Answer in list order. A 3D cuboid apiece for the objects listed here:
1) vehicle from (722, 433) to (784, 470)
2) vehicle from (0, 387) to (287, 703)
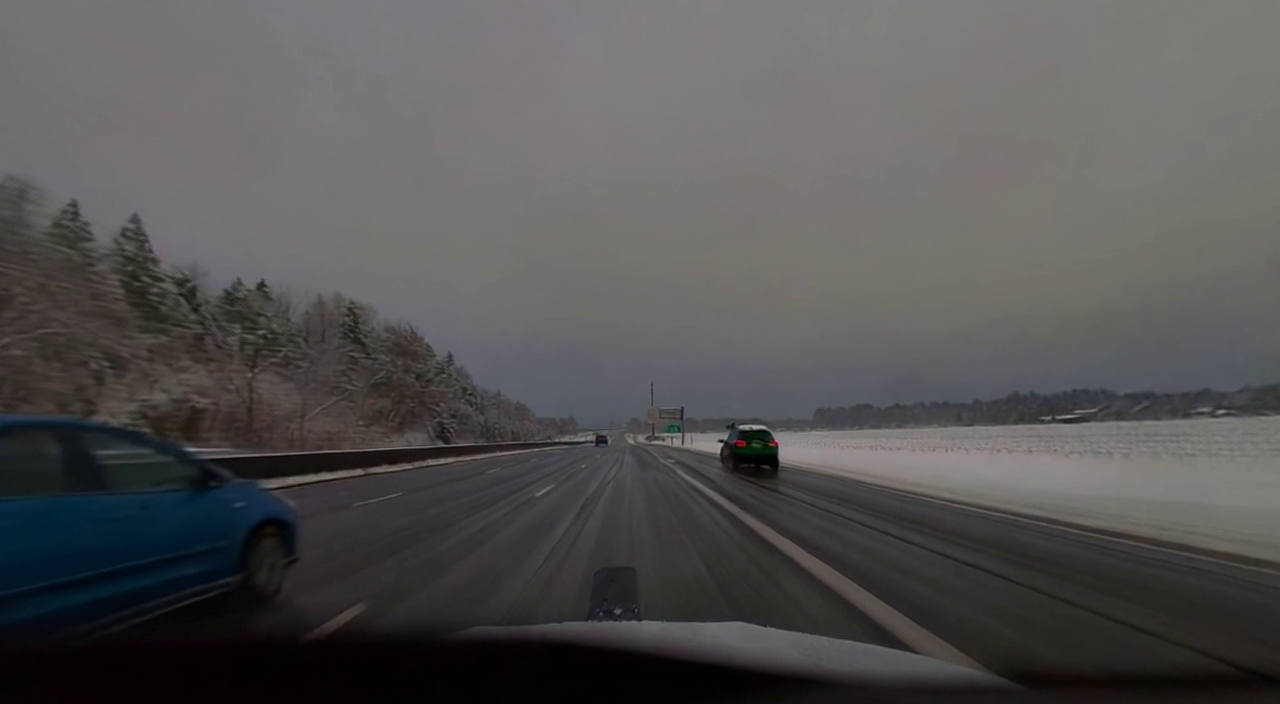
[{"bbox_3d":[5.225,4.673,29.842,2.084,1.614,4.762,0,-8,1],"label":"vehicle"},{"bbox_3d":[-3.842,0.976,3.015,2.008,1.567,3.959,0,-8,0],"label":"vehicle"}]
